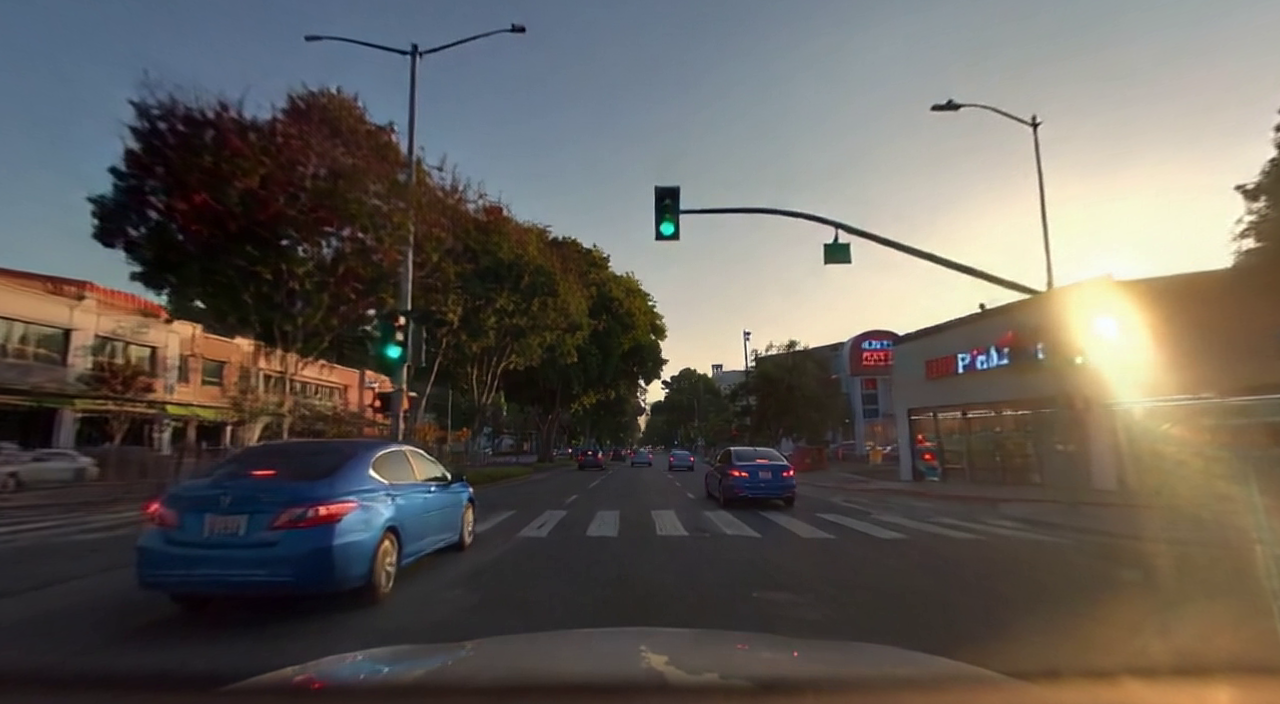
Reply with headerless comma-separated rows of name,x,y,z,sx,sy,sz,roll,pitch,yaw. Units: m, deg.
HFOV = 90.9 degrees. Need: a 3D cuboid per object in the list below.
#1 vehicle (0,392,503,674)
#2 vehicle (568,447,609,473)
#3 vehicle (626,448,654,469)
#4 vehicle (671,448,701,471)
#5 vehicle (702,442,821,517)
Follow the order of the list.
vehicle,-2.986,1.427,6.282,2.032,1.639,5.037,0,-8,1
vehicle,-3.099,6.616,38.887,2.040,1.471,4.211,0,-8,2
vehicle,-0.058,8.045,47.643,2.070,1.460,4.118,0,-8,-1
vehicle,3.331,7.871,46.299,1.931,1.552,4.125,0,-8,0
vehicle,2.709,2.940,15.097,1.946,1.513,4.133,0,-8,-1
